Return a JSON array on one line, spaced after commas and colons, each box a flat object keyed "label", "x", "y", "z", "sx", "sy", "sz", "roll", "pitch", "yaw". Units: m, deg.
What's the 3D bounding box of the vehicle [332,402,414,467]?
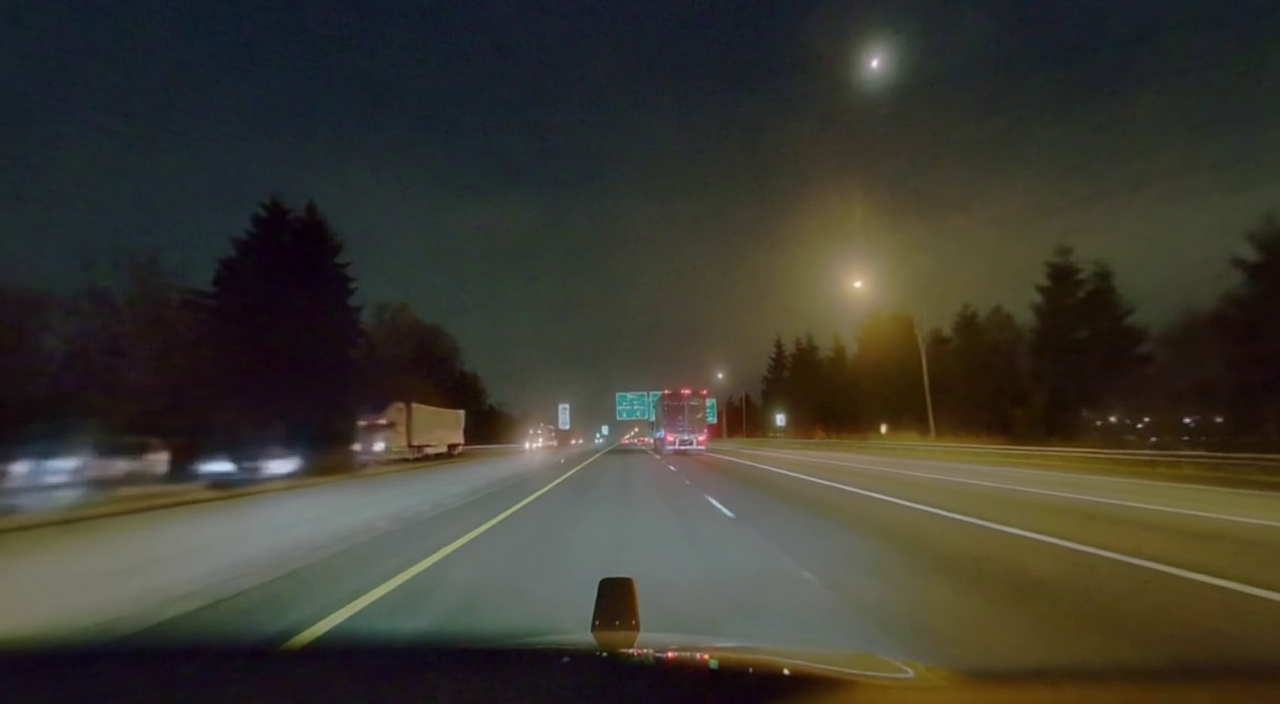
[{"label": "vehicle", "x": -17.656, "y": 5.511, "z": 42.202, "sx": 2.817, "sy": 3.985, "sz": 5.911, "roll": 0, "pitch": -8, "yaw": 0}]

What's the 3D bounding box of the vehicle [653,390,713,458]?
[{"label": "vehicle", "x": 2.685, "y": 5.205, "z": 44.386, "sx": 2.954, "sy": 3.995, "sz": 13.335, "roll": 0, "pitch": -8, "yaw": -1}]

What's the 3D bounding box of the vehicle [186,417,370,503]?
[{"label": "vehicle", "x": -9.506, "y": 2.856, "z": 17.196, "sx": 2.268, "sy": 1.975, "sz": 4.713, "roll": 0, "pitch": -8, "yaw": -1}]
